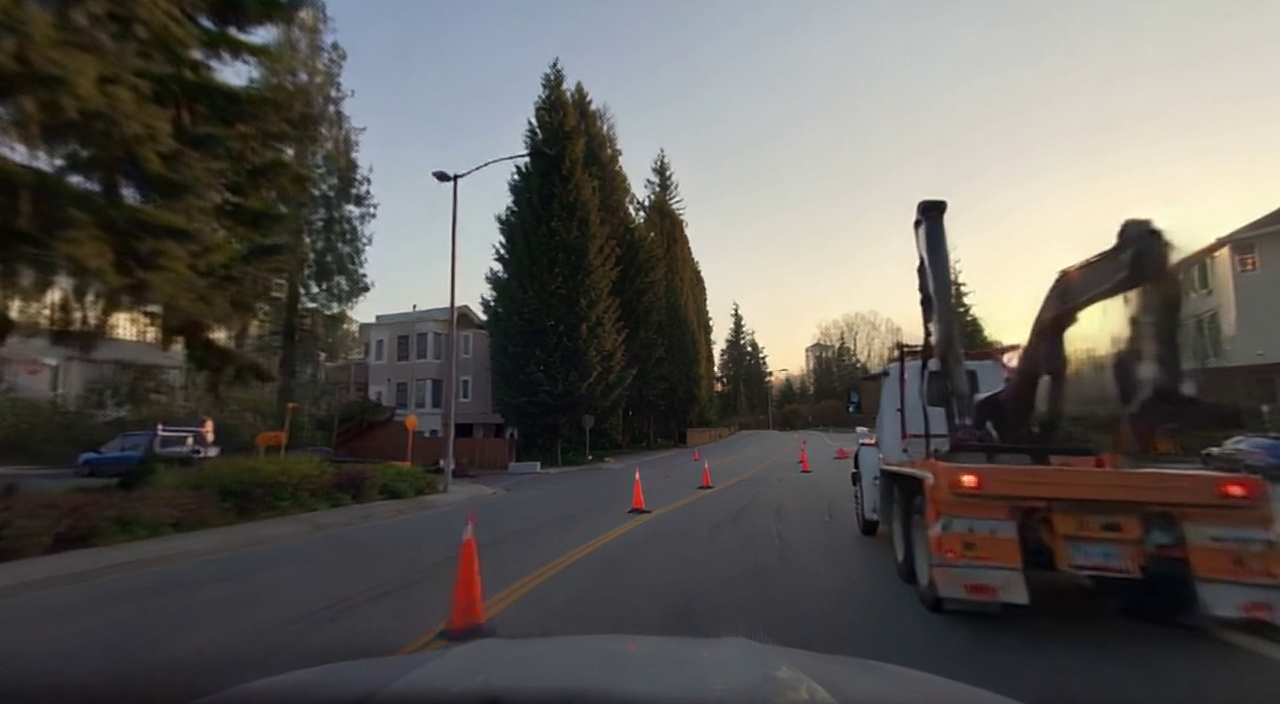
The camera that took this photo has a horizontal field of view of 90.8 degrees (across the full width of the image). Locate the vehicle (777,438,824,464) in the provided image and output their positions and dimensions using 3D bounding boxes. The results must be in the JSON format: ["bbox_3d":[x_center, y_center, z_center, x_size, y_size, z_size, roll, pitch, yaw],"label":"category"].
[{"bbox_3d":[10.393,6.463,41.265,1.716,1.583,3.770,1,-9,-6],"label":"vehicle"}]

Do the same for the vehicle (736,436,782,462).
[{"bbox_3d":[9.226,7.568,49.372,1.997,1.853,4.654,1,-9,-10],"label":"vehicle"}]

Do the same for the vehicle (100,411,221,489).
[{"bbox_3d":[-15.970,3.285,21.192,2.665,2.465,1.532,3,-8,-16],"label":"vehicle"}]

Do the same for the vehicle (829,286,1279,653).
[{"bbox_3d":[4.277,1.205,8.060,3.098,2.601,6.758,-2,-7,13],"label":"vehicle"}]
